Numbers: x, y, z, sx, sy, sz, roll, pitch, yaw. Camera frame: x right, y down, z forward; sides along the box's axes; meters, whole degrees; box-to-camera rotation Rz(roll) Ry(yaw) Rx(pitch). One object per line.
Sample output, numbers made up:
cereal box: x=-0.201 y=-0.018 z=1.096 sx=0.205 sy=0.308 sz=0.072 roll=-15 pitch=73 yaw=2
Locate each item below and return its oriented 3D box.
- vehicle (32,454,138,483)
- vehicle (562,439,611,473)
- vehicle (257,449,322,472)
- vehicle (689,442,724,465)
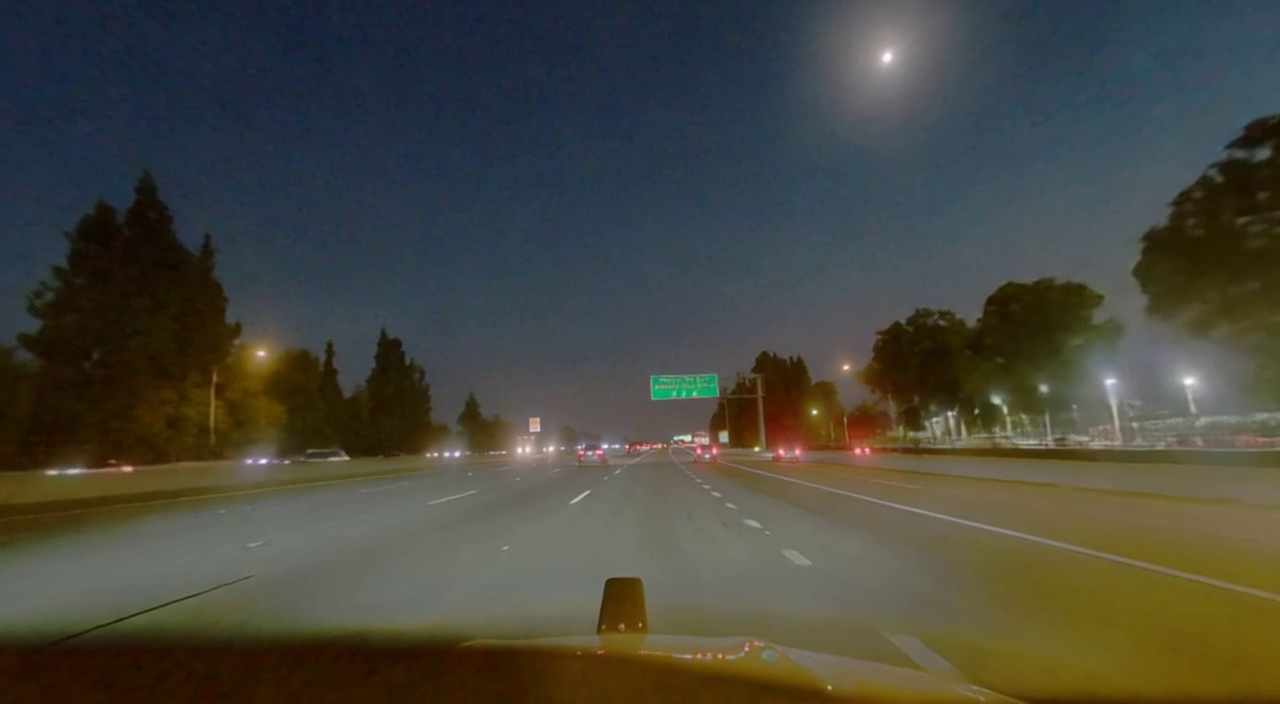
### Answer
vehicle: x=-31.751 y=6.662 z=36.284 sx=1.809 sy=1.444 sz=4.631 roll=0 pitch=-8 yaw=1
vehicle: x=-2.923 y=5.808 z=35.488 sx=2.196 sy=1.733 sz=4.355 roll=0 pitch=-8 yaw=2
vehicle: x=-23.709 y=7.308 z=42.772 sx=1.916 sy=1.452 sz=4.068 roll=-1 pitch=-8 yaw=3
vehicle: x=5.118 y=7.860 z=49.172 sx=2.229 sy=1.704 sz=4.392 roll=0 pitch=-8 yaw=0
